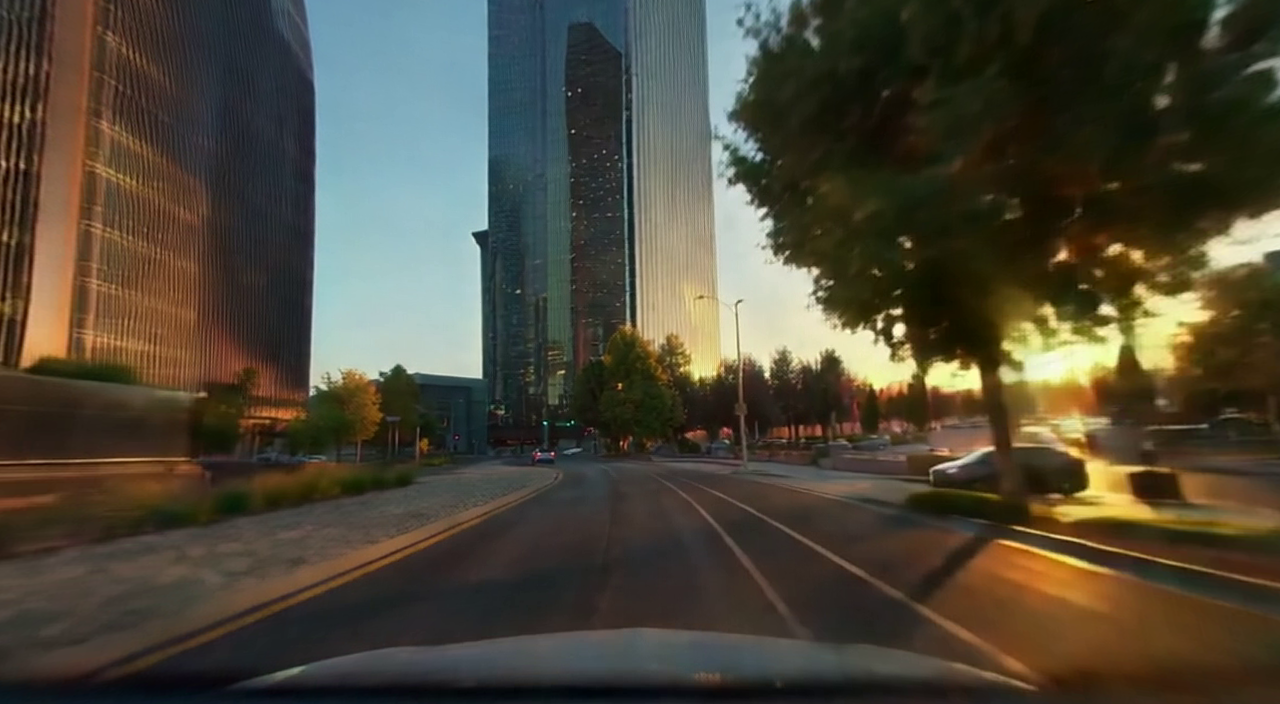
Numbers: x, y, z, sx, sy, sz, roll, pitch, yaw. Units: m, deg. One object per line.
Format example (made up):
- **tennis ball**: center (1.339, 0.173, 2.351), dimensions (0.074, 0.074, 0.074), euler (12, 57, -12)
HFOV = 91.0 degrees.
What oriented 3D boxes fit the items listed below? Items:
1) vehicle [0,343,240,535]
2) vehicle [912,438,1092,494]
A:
- **vehicle**: center (-13.663, 1.878, 13.499), dimensions (3.052, 3.601, 10.794), euler (0, -9, 0)
- **vehicle**: center (11.917, 3.774, 21.052), dimensions (4.728, 1.696, 1.973), euler (0, -9, 6)
